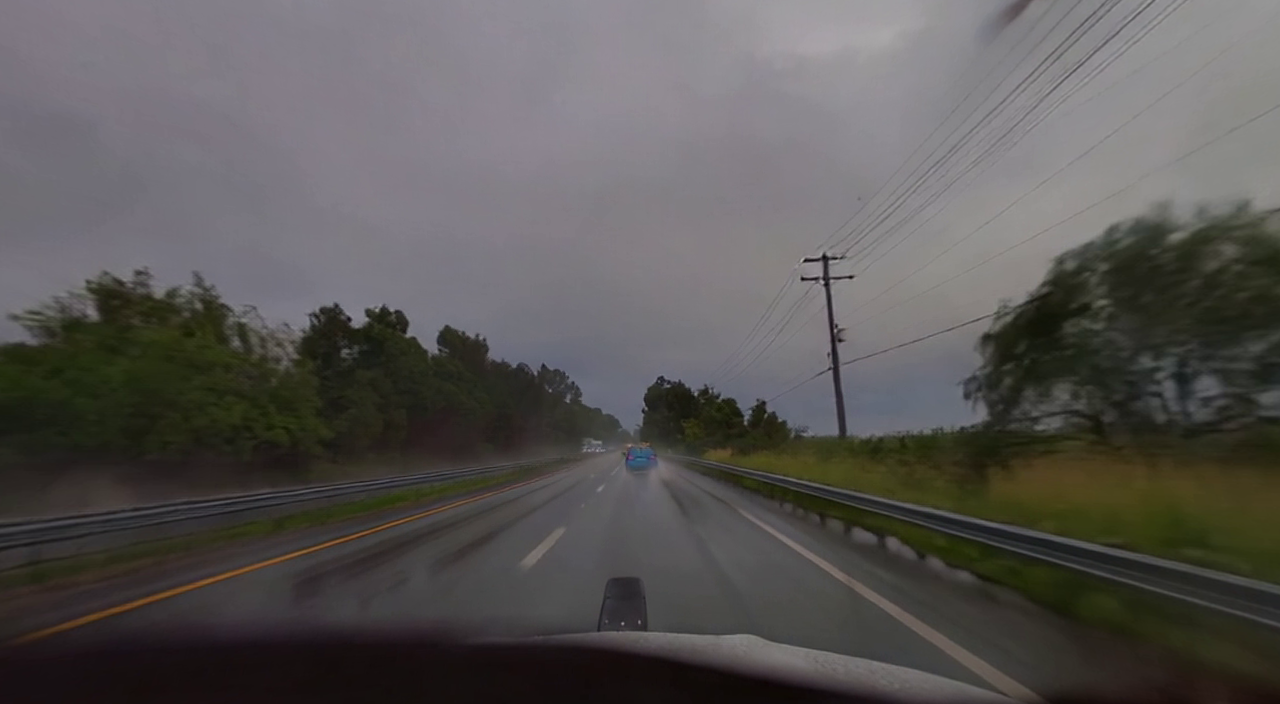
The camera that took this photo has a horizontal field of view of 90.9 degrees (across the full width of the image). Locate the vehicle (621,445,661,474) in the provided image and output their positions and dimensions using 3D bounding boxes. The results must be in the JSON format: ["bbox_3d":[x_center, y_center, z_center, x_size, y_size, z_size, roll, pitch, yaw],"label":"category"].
[{"bbox_3d":[0.026,5.893,34.669,2.080,1.486,3.813,0,-9,-1],"label":"vehicle"}]
